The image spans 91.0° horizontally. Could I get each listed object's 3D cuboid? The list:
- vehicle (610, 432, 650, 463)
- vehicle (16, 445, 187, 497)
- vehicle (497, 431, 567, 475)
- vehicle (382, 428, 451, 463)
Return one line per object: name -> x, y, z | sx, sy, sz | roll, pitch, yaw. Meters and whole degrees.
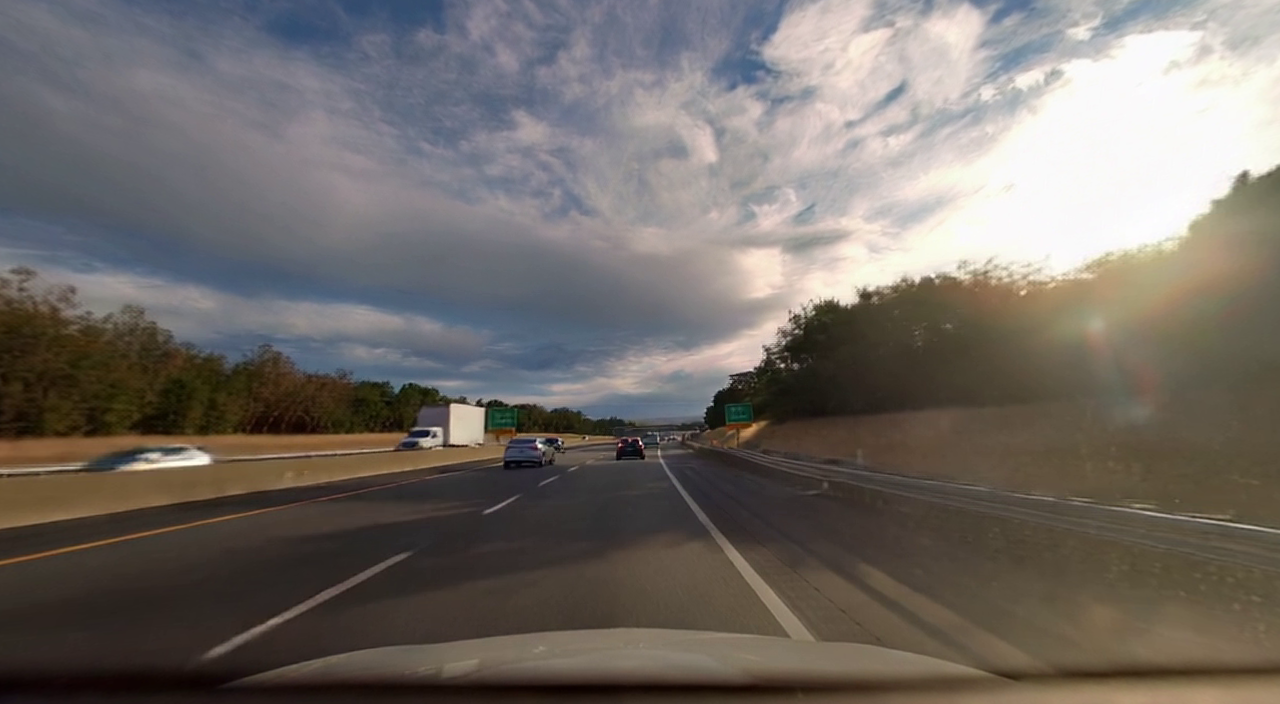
vehicle -> -0.521, 5.444, 35.844 | 2.146, 1.636, 4.026 | 0, -8, 0
vehicle -> -16.973, 3.730, 20.174 | 1.803, 1.451, 4.112 | -1, -8, 1
vehicle -> -4.396, 4.204, 26.387 | 2.075, 1.653, 4.317 | -1, -8, 1
vehicle -> -15.407, 6.481, 43.836 | 2.565, 2.213, 5.866 | -1, -8, 1
